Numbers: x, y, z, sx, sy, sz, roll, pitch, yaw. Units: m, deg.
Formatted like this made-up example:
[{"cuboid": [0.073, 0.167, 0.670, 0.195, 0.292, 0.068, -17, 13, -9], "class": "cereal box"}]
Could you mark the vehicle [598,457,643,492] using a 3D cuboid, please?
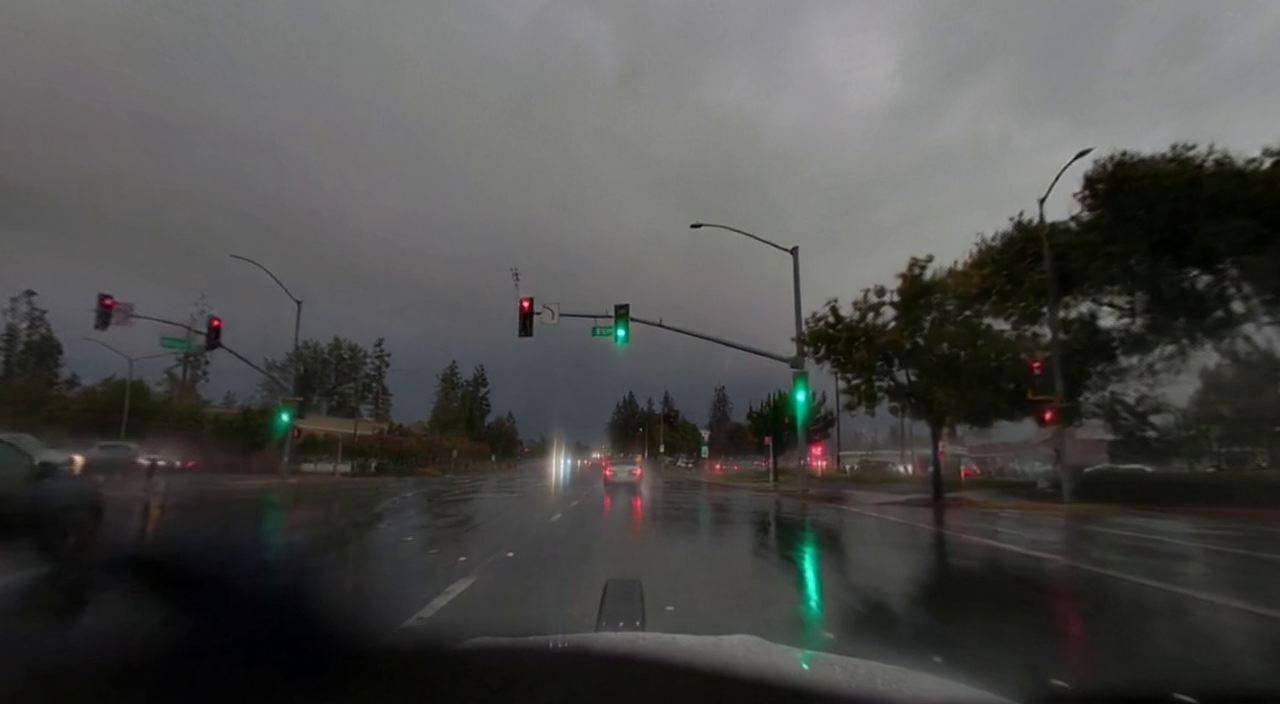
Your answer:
[{"cuboid": [-0.928, 5.575, 29.041, 1.917, 1.418, 3.987, 0, -9, -3], "class": "vehicle"}]

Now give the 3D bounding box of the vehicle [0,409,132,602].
[{"cuboid": [-6.637, 1.346, 5.406, 1.909, 1.704, 4.307, 2, -9, -16], "class": "vehicle"}]

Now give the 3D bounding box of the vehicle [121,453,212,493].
[{"cuboid": [-19.813, 4.987, 26.382, 3.981, 1.510, 1.904, -7, -11, 37], "class": "vehicle"}]
